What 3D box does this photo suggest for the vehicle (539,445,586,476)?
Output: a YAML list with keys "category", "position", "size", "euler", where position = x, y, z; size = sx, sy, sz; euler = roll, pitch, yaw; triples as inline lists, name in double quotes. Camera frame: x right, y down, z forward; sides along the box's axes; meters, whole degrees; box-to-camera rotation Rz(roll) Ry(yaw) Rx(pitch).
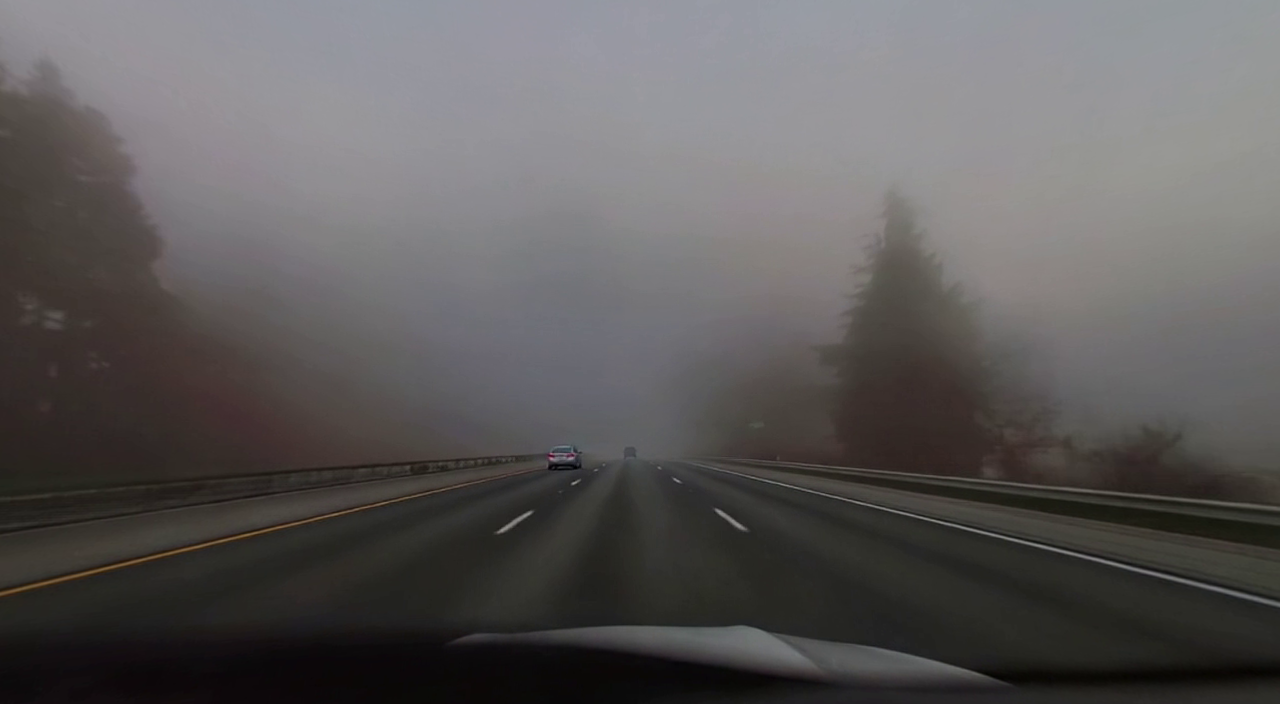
- category: "vehicle"
  position: [-4.004, 5.659, 33.029]
  size: [1.970, 1.492, 3.944]
  euler: [0, -9, 0]
